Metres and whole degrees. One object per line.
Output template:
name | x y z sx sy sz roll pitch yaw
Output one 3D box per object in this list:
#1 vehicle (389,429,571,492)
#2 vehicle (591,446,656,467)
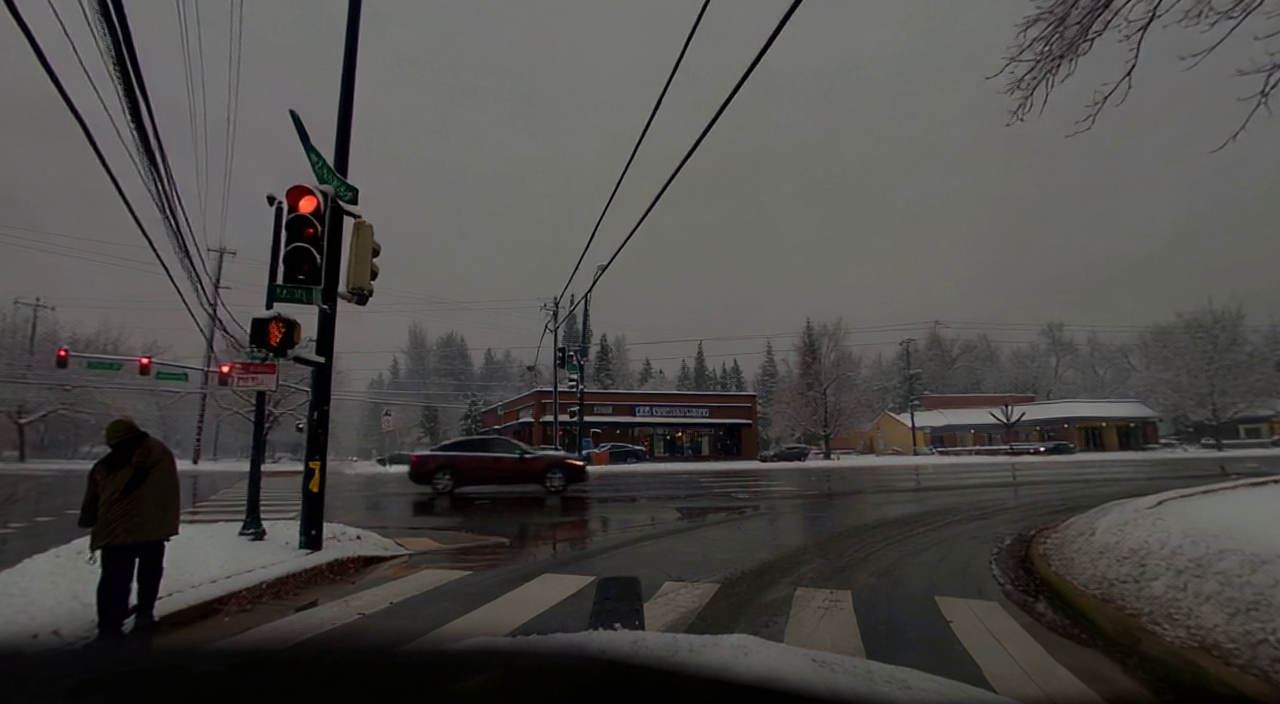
vehicle | -4.355 3.035 17.816 4.530 1.648 2.075 0 -8 0
vehicle | -1.152 7.548 45.816 4.391 1.451 1.717 4 -9 -26
